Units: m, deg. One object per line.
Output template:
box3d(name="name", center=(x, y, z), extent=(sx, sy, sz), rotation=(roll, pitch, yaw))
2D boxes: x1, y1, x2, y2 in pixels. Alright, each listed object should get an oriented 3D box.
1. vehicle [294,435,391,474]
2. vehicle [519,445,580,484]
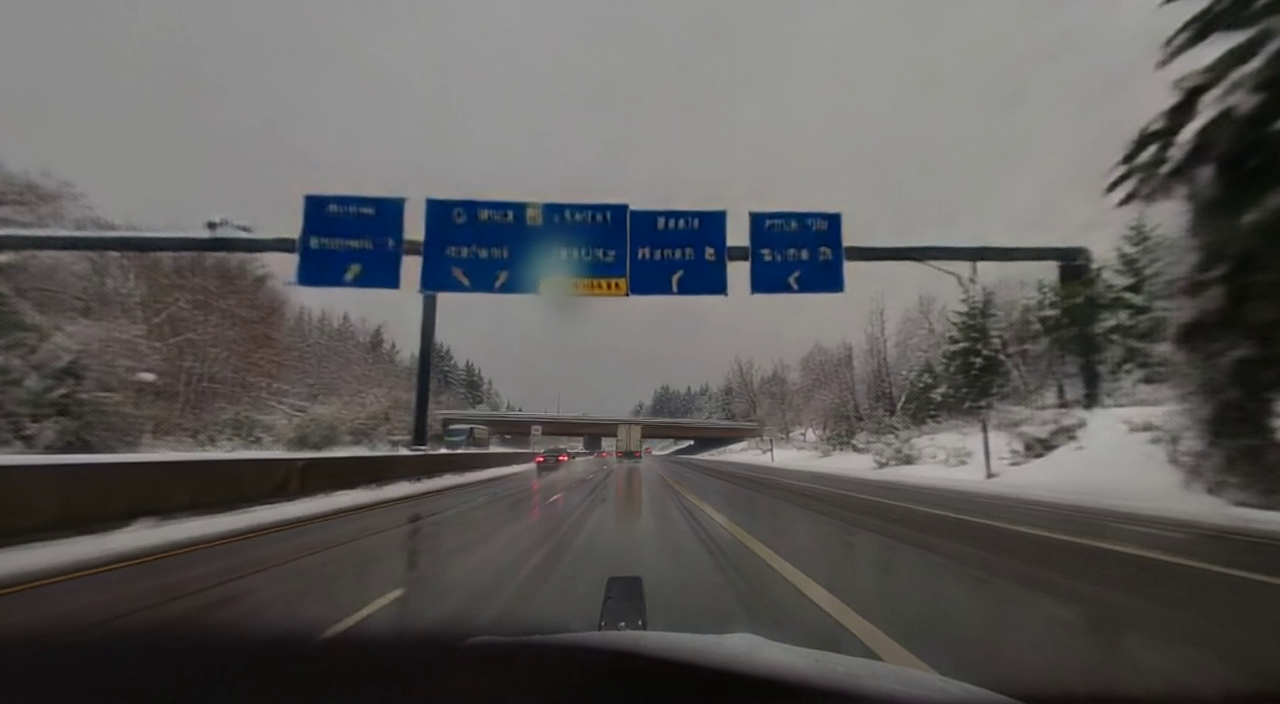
box3d(name="vehicle", center=(-12.585, 4.381, 27.050), extent=(1.939, 1.504, 4.721), rotation=(0, -9, -1))
box3d(name="vehicle", center=(-3.900, 4.913, 27.823), extent=(2.042, 1.526, 4.516), rotation=(0, -9, 0))
